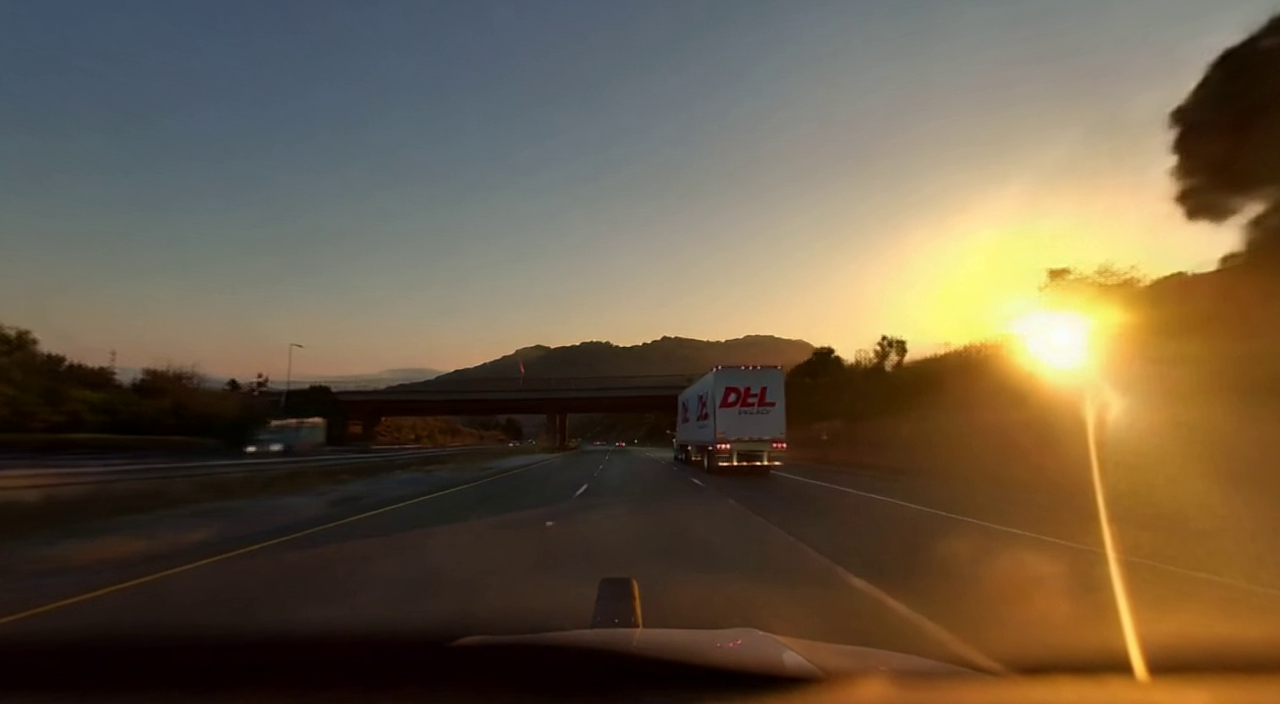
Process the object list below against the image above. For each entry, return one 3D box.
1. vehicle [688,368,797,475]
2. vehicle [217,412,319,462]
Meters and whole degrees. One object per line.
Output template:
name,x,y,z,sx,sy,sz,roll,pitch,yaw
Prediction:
vehicle,4.063,3.108,27.214,2.880,3.918,8.254,0,-8,-3
vehicle,-20.787,4.829,35.548,2.185,2.586,5.782,0,-8,0
